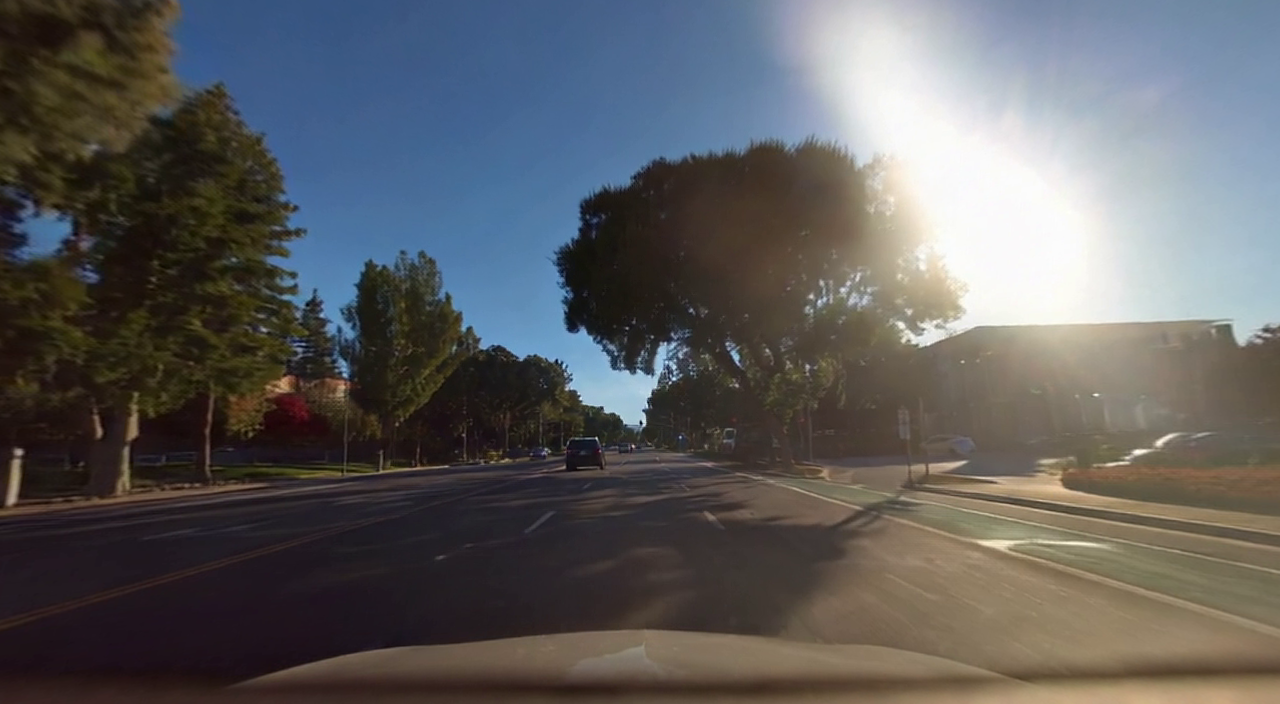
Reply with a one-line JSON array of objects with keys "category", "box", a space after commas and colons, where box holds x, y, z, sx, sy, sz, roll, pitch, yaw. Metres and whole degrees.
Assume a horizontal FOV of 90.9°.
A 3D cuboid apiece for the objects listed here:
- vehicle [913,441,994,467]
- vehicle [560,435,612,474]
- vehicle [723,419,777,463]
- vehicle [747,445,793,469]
[{"category": "vehicle", "box": [19.812, 6.447, 40.034, 1.864, 1.523, 4.176, 5, -10, -29]}, {"category": "vehicle", "box": [-2.682, 5.233, 32.469, 2.179, 1.851, 4.756, 0, -8, 1]}, {"category": "vehicle", "box": [8.299, 6.866, 48.424, 3.101, 3.161, 6.513, 0, -8, 1]}, {"category": "vehicle", "box": [8.257, 6.724, 40.520, 1.976, 1.445, 4.909, 0, -8, 0]}]
